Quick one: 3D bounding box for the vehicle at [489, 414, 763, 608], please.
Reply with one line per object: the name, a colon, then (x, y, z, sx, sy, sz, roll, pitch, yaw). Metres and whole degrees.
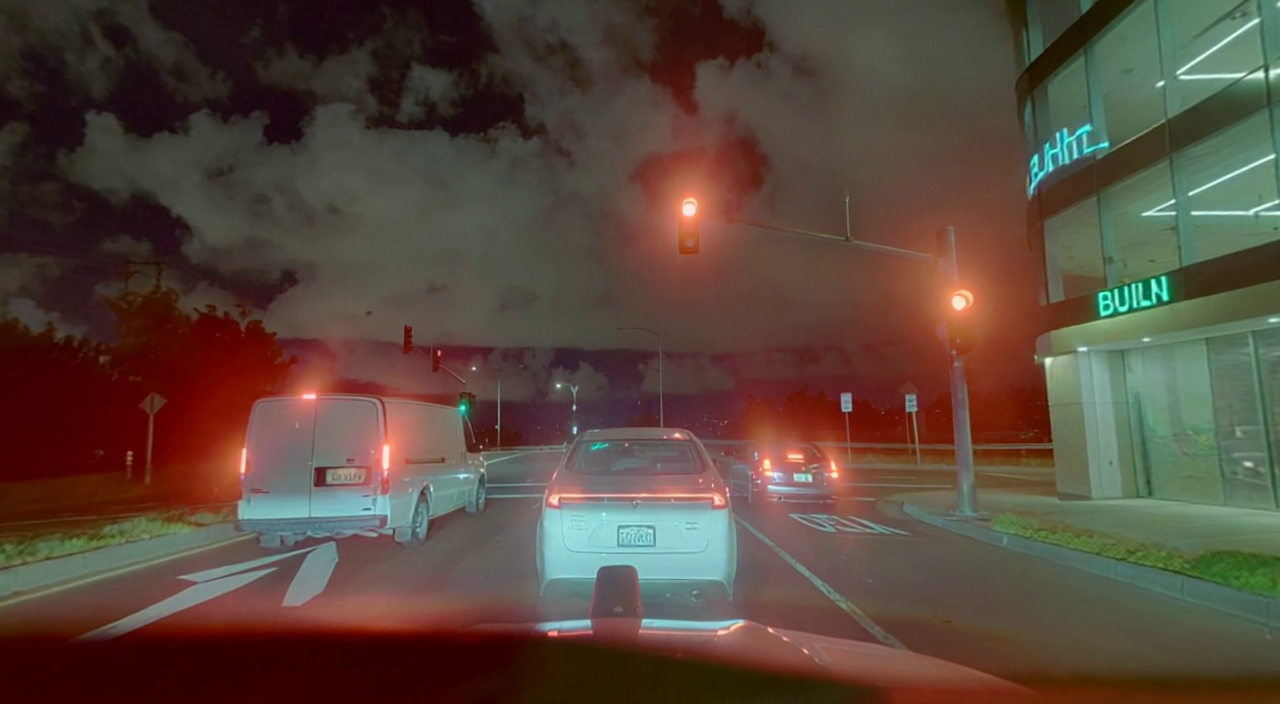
vehicle: (-0.114, 1.464, 6.773, 2.064, 1.452, 3.942, 0, -8, 0)

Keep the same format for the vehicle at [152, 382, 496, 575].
vehicle: (-3.576, 1.529, 8.552, 2.076, 1.820, 5.100, 0, -8, -1)
